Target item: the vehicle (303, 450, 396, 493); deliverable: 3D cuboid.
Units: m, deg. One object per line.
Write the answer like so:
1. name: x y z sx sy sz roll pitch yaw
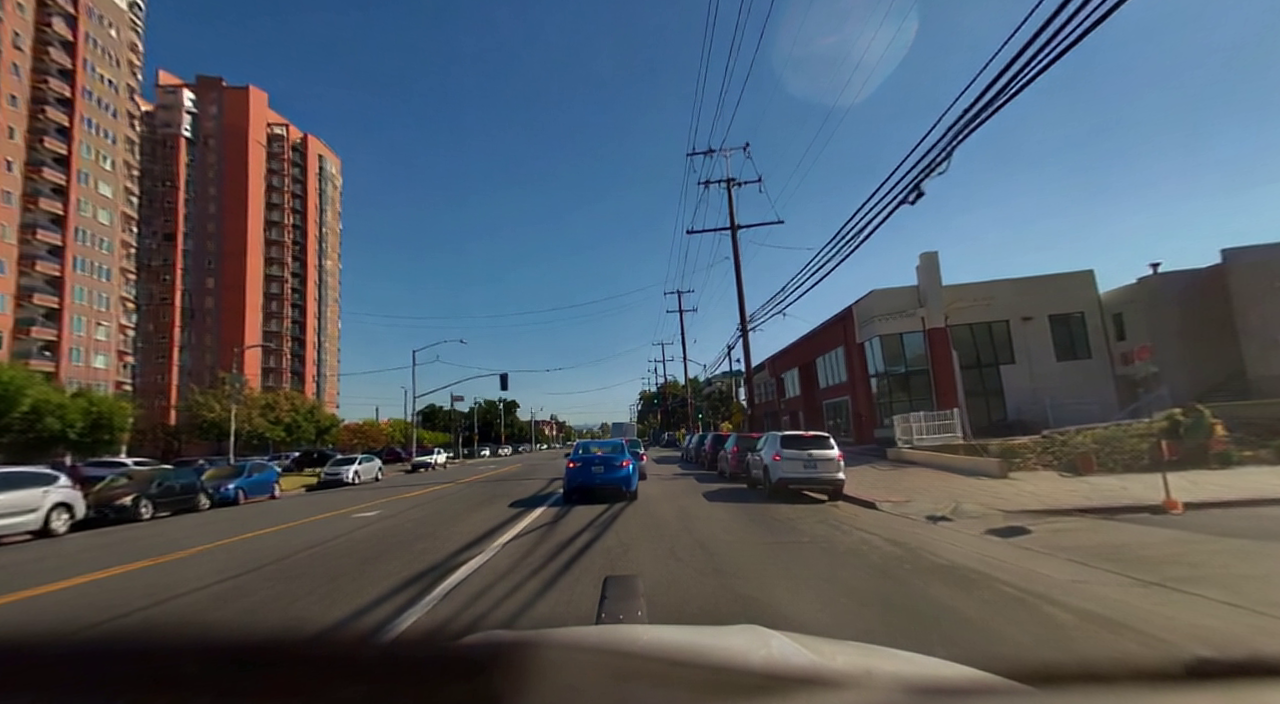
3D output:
1. vehicle: -12.138 4.963 26.725 1.868 1.491 4.367 -4 -8 0

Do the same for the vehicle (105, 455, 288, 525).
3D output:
1. vehicle: -12.070 3.724 17.704 1.850 1.487 4.711 -4 -8 -2

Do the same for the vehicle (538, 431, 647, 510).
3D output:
1. vehicle: -0.906 2.563 14.154 2.019 1.453 4.603 0 -8 0

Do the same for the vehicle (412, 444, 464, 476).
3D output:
1. vehicle: -12.266 6.551 38.634 2.011 1.687 4.079 -3 -8 -2

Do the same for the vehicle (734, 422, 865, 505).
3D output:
1. vehicle: 3.658 2.646 15.423 1.967 1.721 4.410 0 -8 -1

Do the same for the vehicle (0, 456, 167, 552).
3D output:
1. vehicle: -12.009 2.867 11.863 2.242 1.534 5.414 -4 -8 -2
